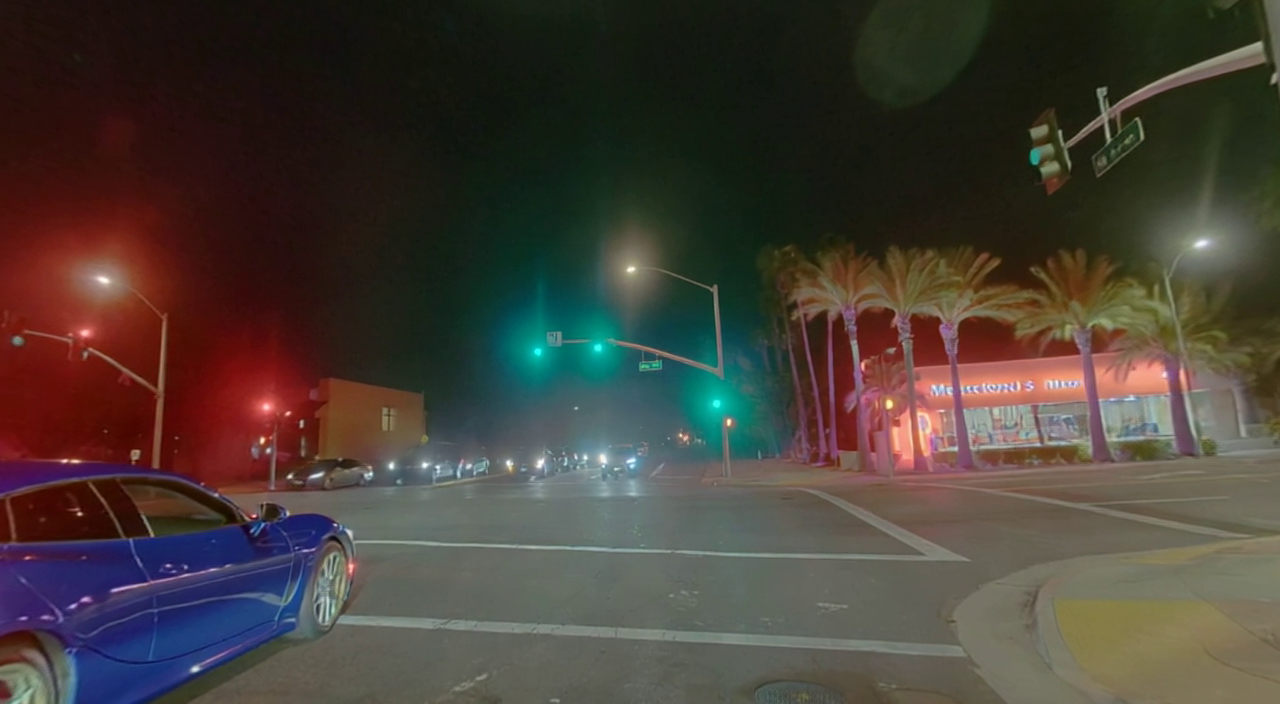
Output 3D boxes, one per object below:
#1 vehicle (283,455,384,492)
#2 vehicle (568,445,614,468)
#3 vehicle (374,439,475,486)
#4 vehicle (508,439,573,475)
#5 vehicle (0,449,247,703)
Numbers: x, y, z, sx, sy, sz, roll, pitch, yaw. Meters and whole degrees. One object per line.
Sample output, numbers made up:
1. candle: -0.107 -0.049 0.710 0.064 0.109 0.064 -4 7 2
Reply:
1. vehicle: -13.144 5.216 27.471 1.880 1.440 4.418 -1 -9 5
2. vehicle: -3.301 7.185 43.675 1.839 1.468 4.549 -2 -9 13
3. vehicle: -9.359 4.837 28.031 2.152 1.825 5.406 -1 -9 5
4. vehicle: -5.069 5.458 32.897 2.092 1.709 4.775 -1 -9 6
5. vehicle: -3.707 1.018 2.257 1.850 1.325 4.295 0 -9 0
